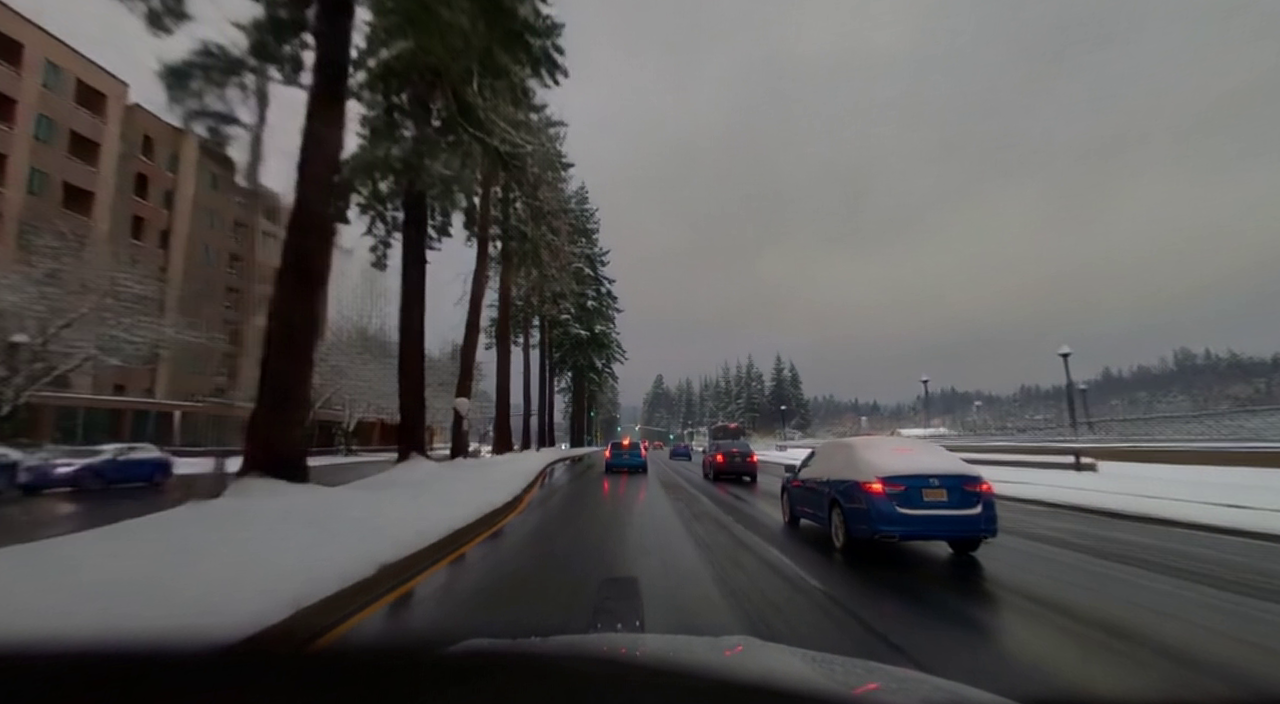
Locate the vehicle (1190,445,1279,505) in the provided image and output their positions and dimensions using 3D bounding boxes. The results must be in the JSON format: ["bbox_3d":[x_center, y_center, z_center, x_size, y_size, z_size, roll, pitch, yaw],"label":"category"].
[{"bbox_3d":[17.358,3.336,17.509,4.063,1.465,2.038,6,-10,-33],"label":"vehicle"}]

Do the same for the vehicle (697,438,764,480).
[{"bbox_3d":[3.424,4.130,24.644,1.908,1.453,4.230,0,-8,-1],"label":"vehicle"}]

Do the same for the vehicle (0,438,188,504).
[{"bbox_3d":[-14.874,3.119,17.123,1.993,1.503,5.004,1,-8,-7],"label":"vehicle"}]

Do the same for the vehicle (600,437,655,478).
[{"bbox_3d":[-0.457,4.069,24.631,1.994,1.479,3.647,0,-8,-1],"label":"vehicle"}]

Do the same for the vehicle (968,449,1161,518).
[{"bbox_3d":[10.210,3.146,15.683,1.788,1.412,4.226,0,-8,-1],"label":"vehicle"}]

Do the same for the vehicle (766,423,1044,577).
[{"bbox_3d":[3.014,1.741,8.204,1.852,1.498,3.825,0,-8,-2],"label":"vehicle"}]
